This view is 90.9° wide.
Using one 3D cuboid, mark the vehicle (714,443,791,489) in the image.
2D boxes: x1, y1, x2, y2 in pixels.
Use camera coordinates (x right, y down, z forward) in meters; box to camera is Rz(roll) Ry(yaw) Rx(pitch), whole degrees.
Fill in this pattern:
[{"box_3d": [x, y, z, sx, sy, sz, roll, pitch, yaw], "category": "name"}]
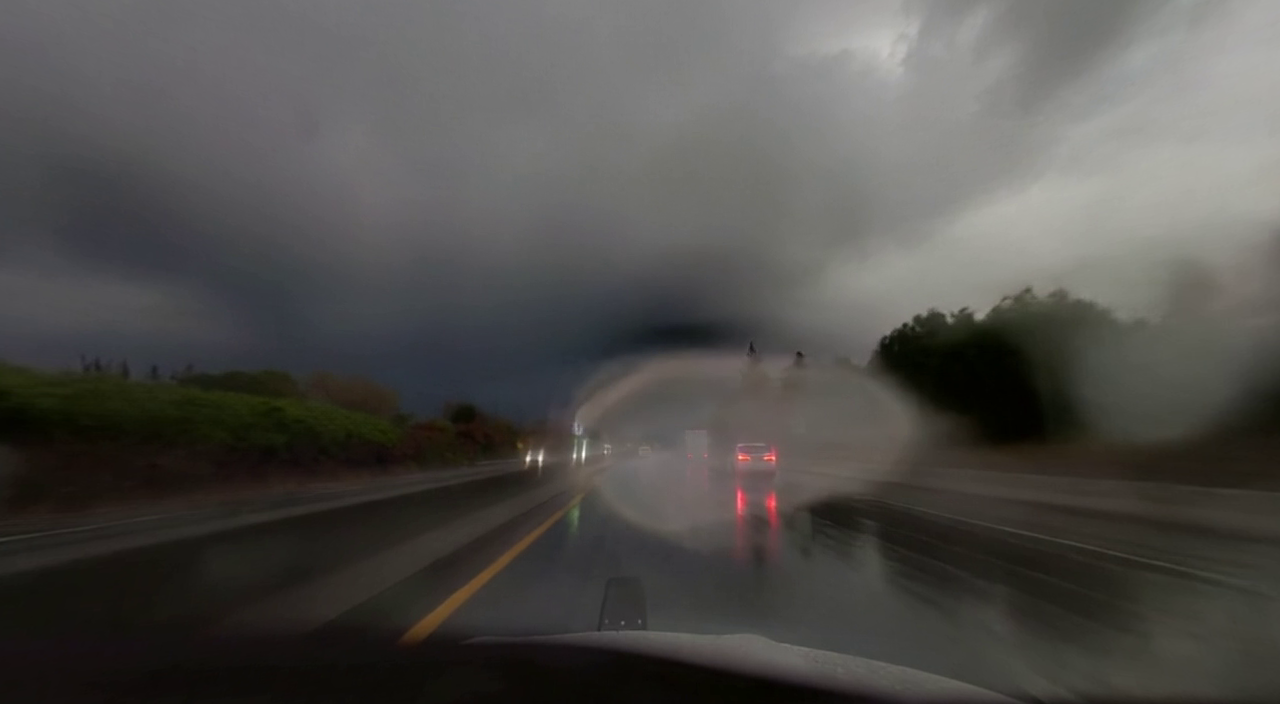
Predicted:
[{"box_3d": [4.010, 4.135, 23.162, 2.043, 1.542, 3.881, 0, -9, -1], "category": "vehicle"}]
